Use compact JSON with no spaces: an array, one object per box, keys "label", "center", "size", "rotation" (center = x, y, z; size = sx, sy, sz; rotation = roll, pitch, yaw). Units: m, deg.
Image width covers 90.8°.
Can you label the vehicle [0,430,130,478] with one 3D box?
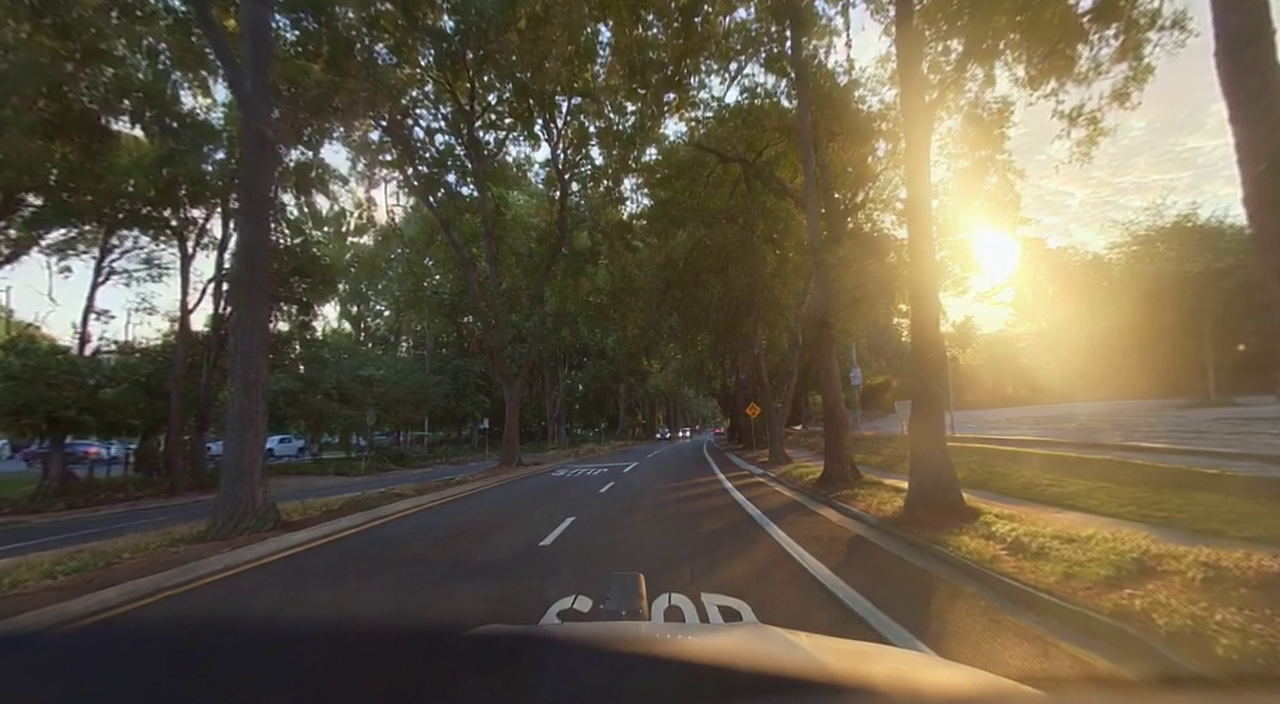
[{"label":"vehicle","center":[-28.372,5.015,31.251],"size":[4.733,1.892,1.939],"rotation":[-4,-4,2]}]
